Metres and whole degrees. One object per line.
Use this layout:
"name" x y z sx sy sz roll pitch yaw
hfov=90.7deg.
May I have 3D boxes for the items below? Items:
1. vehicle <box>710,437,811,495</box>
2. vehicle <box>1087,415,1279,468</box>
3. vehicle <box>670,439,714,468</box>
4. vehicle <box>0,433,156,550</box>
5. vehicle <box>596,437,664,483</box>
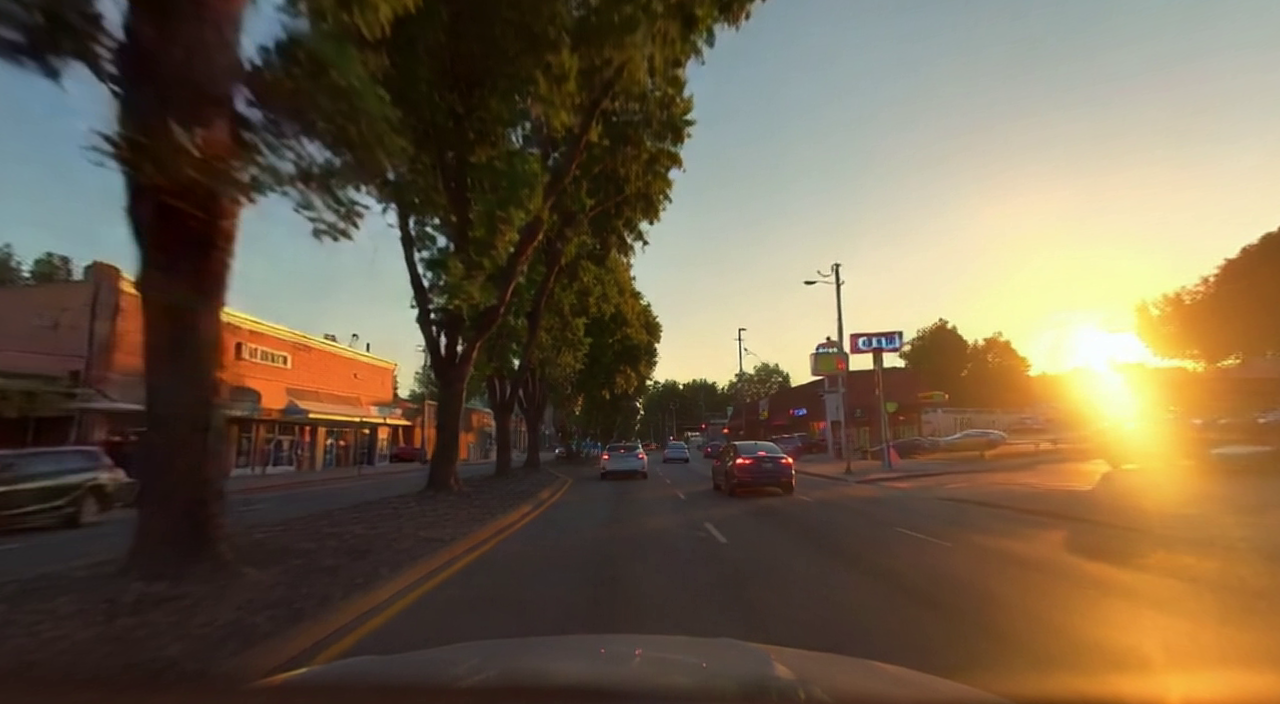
"vehicle" 3.376 3.268 18.564 2.060 1.471 4.168 0 -8 -1
"vehicle" 19.159 3.175 22.361 4.948 1.733 2.296 0 -8 -1
"vehicle" 2.902 5.775 36.165 2.098 1.527 3.966 0 -8 -2
"vehicle" -11.060 2.288 10.564 2.233 1.799 4.700 0 -8 -1
"vehicle" -0.363 3.899 23.210 2.232 1.508 4.319 0 -8 -1
